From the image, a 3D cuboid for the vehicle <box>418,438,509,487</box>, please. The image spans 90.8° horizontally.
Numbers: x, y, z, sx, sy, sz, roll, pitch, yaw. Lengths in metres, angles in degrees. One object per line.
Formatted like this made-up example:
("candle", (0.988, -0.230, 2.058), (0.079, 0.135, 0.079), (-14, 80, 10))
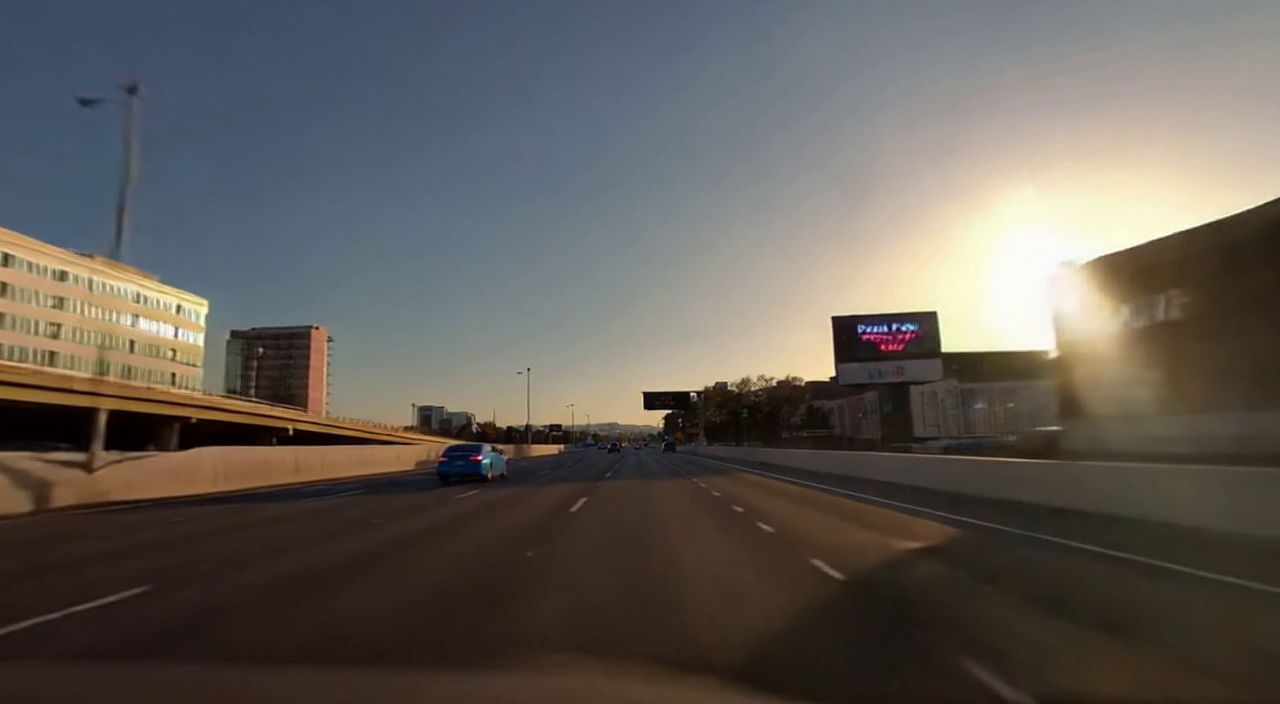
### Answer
("vehicle", (-6.127, 3.870, 22.513), (1.990, 1.529, 4.288), (0, -8, 0))
